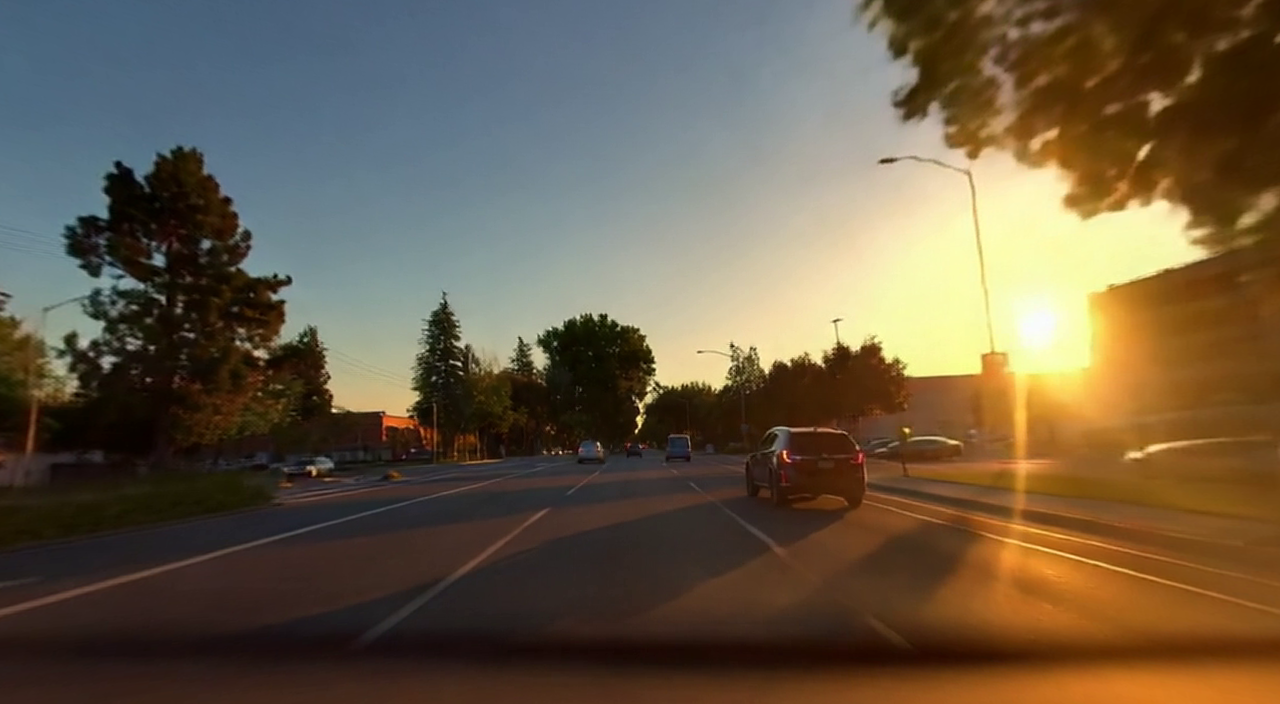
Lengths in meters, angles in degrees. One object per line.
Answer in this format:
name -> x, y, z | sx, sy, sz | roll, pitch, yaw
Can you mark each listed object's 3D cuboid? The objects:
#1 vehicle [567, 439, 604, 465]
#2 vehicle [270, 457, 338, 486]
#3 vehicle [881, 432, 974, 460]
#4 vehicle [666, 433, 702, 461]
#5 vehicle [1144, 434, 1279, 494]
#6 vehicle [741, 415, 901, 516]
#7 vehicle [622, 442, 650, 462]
vehicle -> -3.954, 7.361, 46.813 | 2.220, 1.793, 4.885 | 0, -8, 1
vehicle -> -20.509, 7.262, 38.731 | 1.823, 1.561, 3.987 | -1, -8, 2
vehicle -> 18.024, 5.875, 39.692 | 4.970, 1.700, 2.108 | 1, -8, -11
vehicle -> 3.331, 7.297, 48.602 | 2.197, 2.034, 4.667 | 0, -8, -2
vehicle -> 16.423, 2.948, 16.793 | 4.369, 1.489, 1.825 | 0, -8, 1
vehicle -> 3.641, 2.380, 13.702 | 2.060, 1.816, 4.343 | 0, -8, -1
vehicle -> -0.353, 7.747, 49.045 | 2.074, 1.463, 4.016 | 0, -8, -1
